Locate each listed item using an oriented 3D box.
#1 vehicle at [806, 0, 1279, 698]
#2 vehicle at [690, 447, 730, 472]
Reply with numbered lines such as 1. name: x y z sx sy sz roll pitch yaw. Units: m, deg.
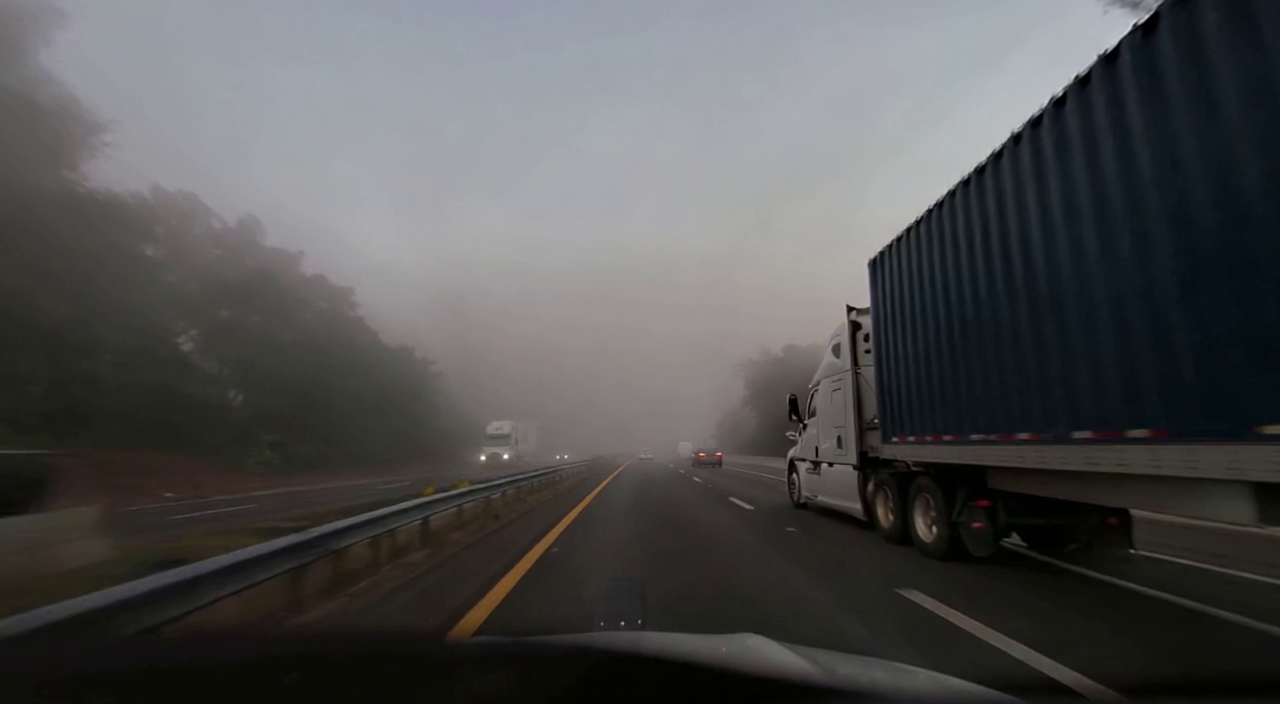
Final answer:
1. vehicle: 4.896 0.142 5.537 2.889 4.072 13.991 0 -9 -1
2. vehicle: 4.502 6.952 40.873 2.043 1.542 3.881 0 -9 -1
